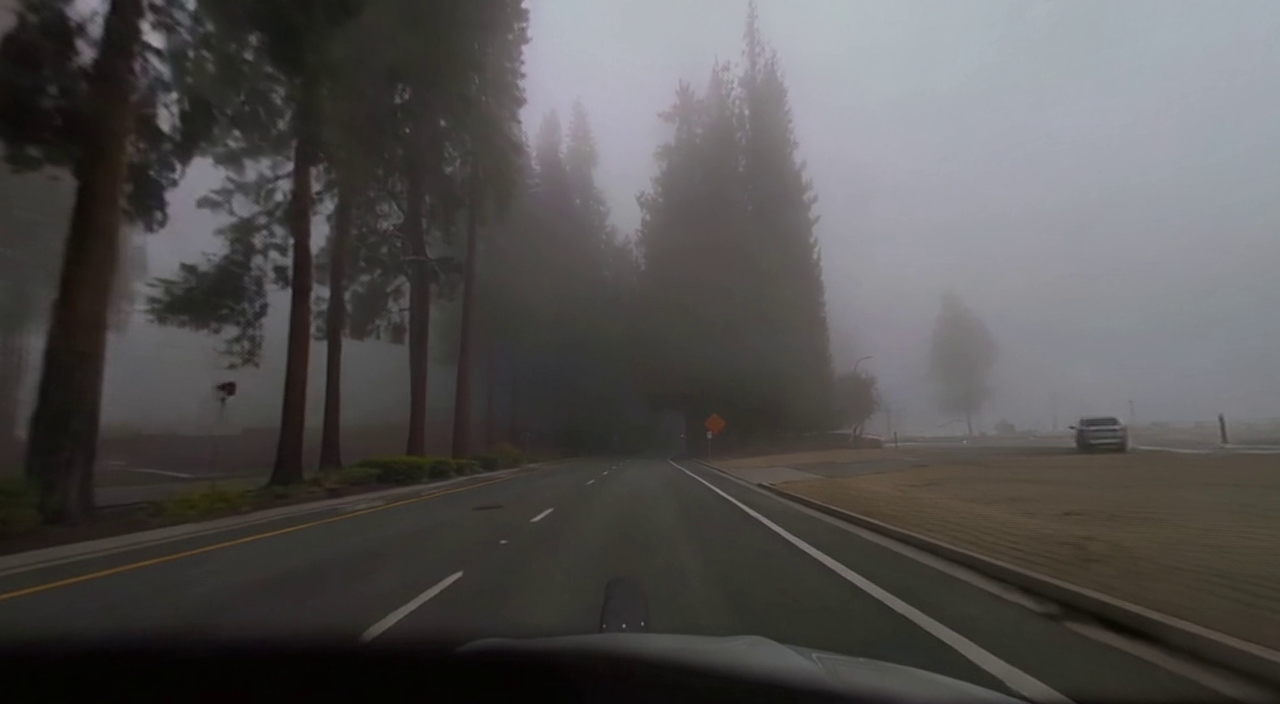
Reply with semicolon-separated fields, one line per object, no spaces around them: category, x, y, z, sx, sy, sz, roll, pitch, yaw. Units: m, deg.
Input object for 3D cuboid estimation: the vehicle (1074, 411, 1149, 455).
vehicle;21.858;3.803;29.399;1.889;1.853;4.207;-4;-9;25
